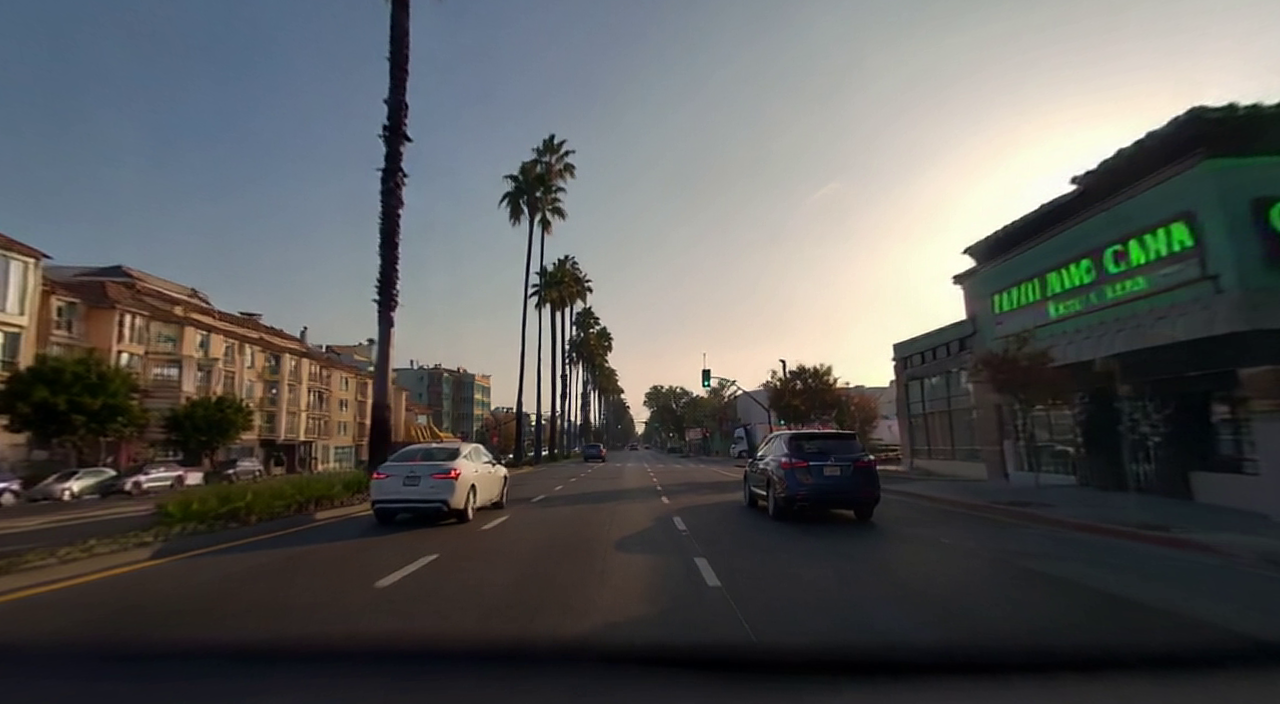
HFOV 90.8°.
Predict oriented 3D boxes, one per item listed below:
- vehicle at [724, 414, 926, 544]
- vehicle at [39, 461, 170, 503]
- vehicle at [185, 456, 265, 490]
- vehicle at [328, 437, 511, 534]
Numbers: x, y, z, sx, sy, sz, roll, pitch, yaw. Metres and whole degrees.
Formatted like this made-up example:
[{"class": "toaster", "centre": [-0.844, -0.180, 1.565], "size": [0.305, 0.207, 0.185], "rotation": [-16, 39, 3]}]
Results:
[{"class": "vehicle", "centre": [2.770, 2.025, 10.653], "size": [1.982, 1.711, 4.276], "rotation": [0, -9, -2]}, {"class": "vehicle", "centre": [-23.267, 5.635, 27.705], "size": [1.926, 1.483, 4.349], "rotation": [-2, -8, 0]}, {"class": "vehicle", "centre": [-23.469, 6.831, 35.914], "size": [1.868, 1.602, 4.102], "rotation": [-3, -8, -2]}, {"class": "vehicle", "centre": [-3.883, 2.403, 11.985], "size": [2.034, 1.498, 3.995], "rotation": [0, -9, 0]}]
